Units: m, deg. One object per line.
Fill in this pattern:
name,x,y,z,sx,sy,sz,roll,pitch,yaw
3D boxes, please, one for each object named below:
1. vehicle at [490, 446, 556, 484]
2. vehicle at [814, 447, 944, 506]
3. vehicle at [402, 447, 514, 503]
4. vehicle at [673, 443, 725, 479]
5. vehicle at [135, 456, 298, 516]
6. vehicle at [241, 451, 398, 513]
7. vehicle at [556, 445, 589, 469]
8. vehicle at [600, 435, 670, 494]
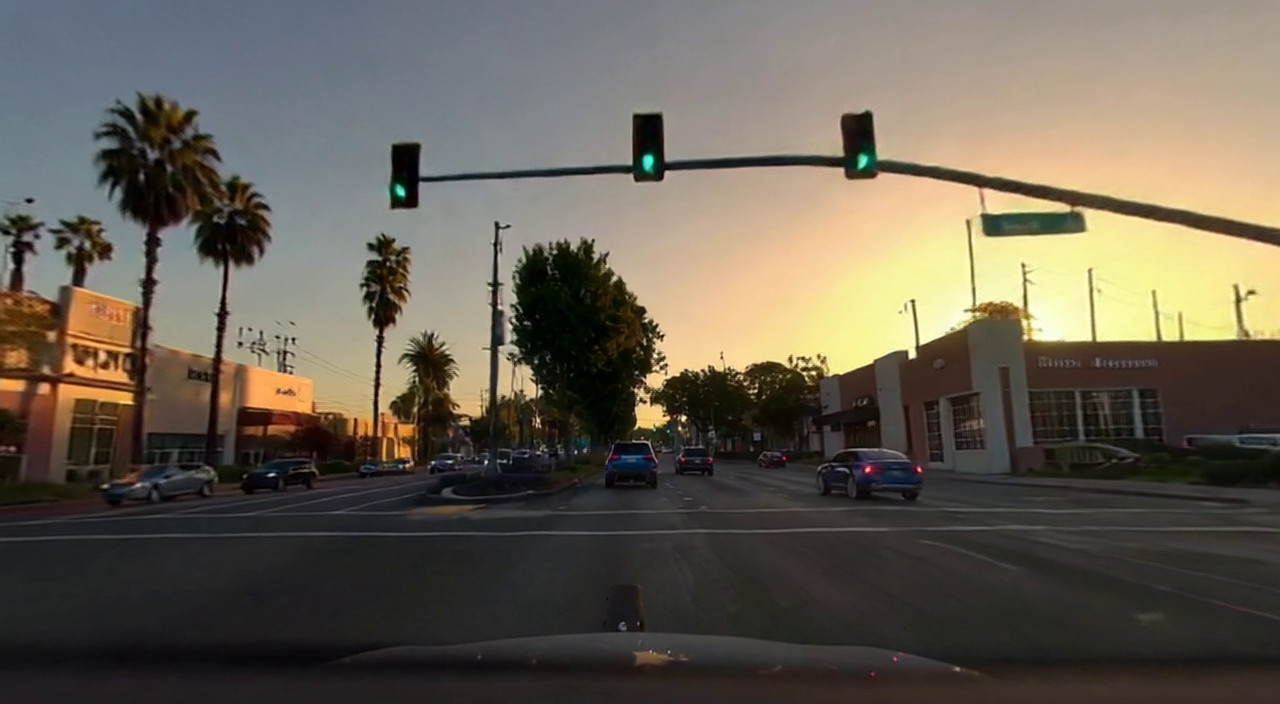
vehicle,-5.131,5.002,28.322,2.036,1.541,4.107,-1,-8,2
vehicle,6.653,3.474,18.181,1.944,1.447,4.309,0,-8,-2
vehicle,-5.254,3.584,18.882,2.030,1.441,4.324,0,-8,0
vehicle,2.900,5.497,32.227,2.112,1.710,4.234,0,-8,-2
vehicle,-11.957,3.774,18.259,1.850,1.414,4.184,0,-8,-1
vehicle,-8.625,3.498,17.525,2.061,1.415,4.289,0,-8,1
vehicle,-5.164,8.098,49.060,2.160,1.769,4.494,0,-8,-1
vehicle,-0.190,3.752,21.514,2.151,1.787,4.109,0,-8,-1
